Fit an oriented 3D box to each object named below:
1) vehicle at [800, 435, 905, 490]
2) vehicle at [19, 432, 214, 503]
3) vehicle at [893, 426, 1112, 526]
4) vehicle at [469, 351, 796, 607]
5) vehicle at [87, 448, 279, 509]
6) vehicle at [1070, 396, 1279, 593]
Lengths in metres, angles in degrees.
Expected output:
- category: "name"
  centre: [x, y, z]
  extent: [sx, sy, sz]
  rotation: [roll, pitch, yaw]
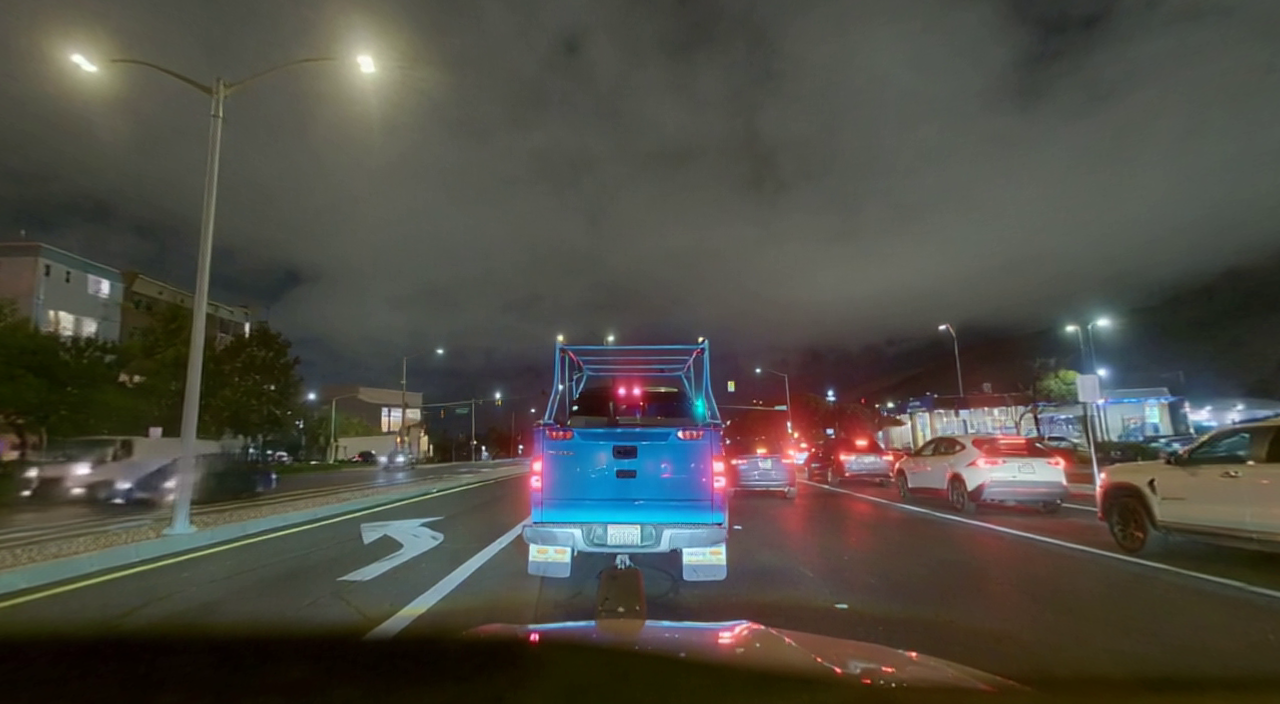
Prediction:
- category: "vehicle"
  centre: [7.075, 3.731, 21.596]
  extent: [1.953, 1.665, 4.327]
  rotation: [0, -9, -2]
- category: "vehicle"
  centre: [-19.080, 4.214, 23.531]
  extent: [2.700, 2.296, 5.270]
  rotation: [0, -9, -1]
- category: "vehicle"
  centre: [7.069, 2.439, 12.974]
  extent: [1.931, 1.692, 4.267]
  rotation: [0, -9, 0]
- category: "vehicle"
  centre: [-0.113, 1.460, 8.151]
  extent: [2.682, 2.117, 5.706]
  rotation: [0, -9, -1]
- category: "vehicle"
  centre: [-12.461, 3.442, 17.706]
  extent: [1.983, 1.449, 4.501]
  rotation: [0, -9, 0]
- category: "vehicle"
  centre: [6.822, 1.358, 6.167]
  extent: [2.023, 1.771, 4.488]
  rotation: [0, -9, 0]
